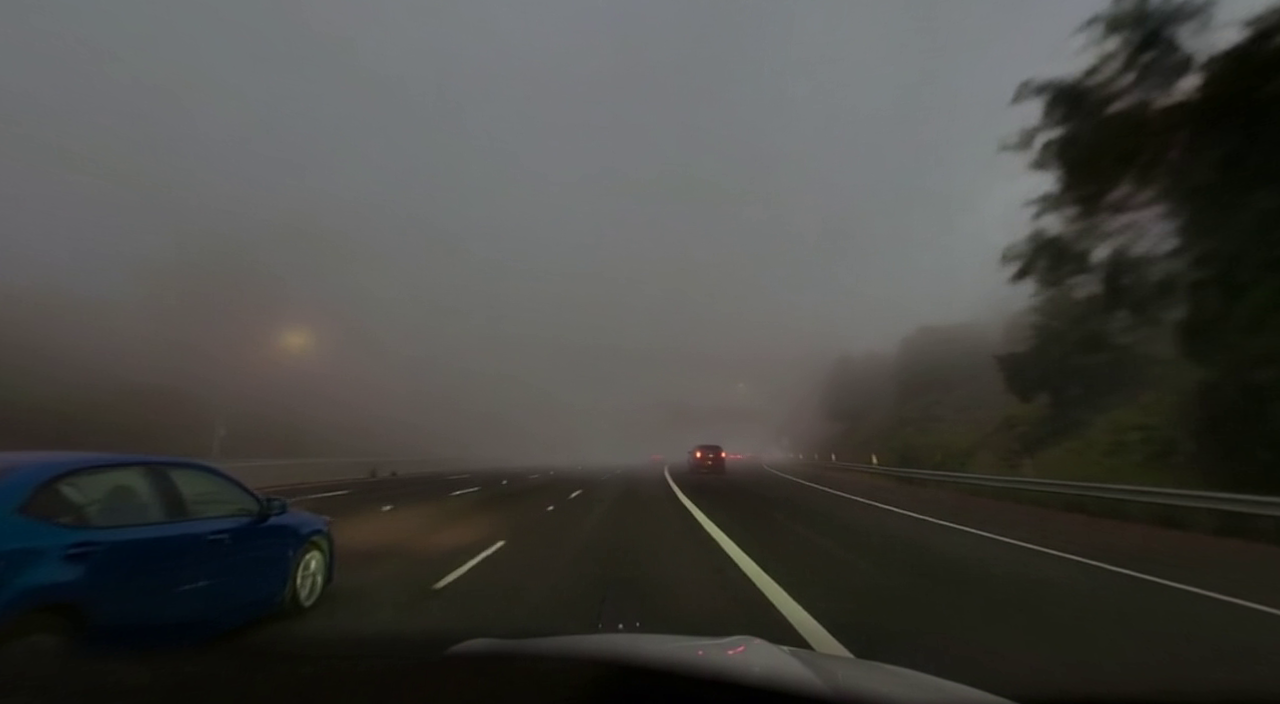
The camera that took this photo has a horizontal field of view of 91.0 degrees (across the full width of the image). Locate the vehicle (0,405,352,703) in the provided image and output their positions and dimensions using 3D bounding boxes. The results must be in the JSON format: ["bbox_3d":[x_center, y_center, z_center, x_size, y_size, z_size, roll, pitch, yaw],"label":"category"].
[{"bbox_3d":[-3.469,1.075,3.147,1.937,1.490,4.372,-1,-9,1],"label":"vehicle"}]

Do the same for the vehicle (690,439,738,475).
[{"bbox_3d":[4.006,5.767,34.768,2.225,1.833,4.340,-1,-9,1],"label":"vehicle"}]
